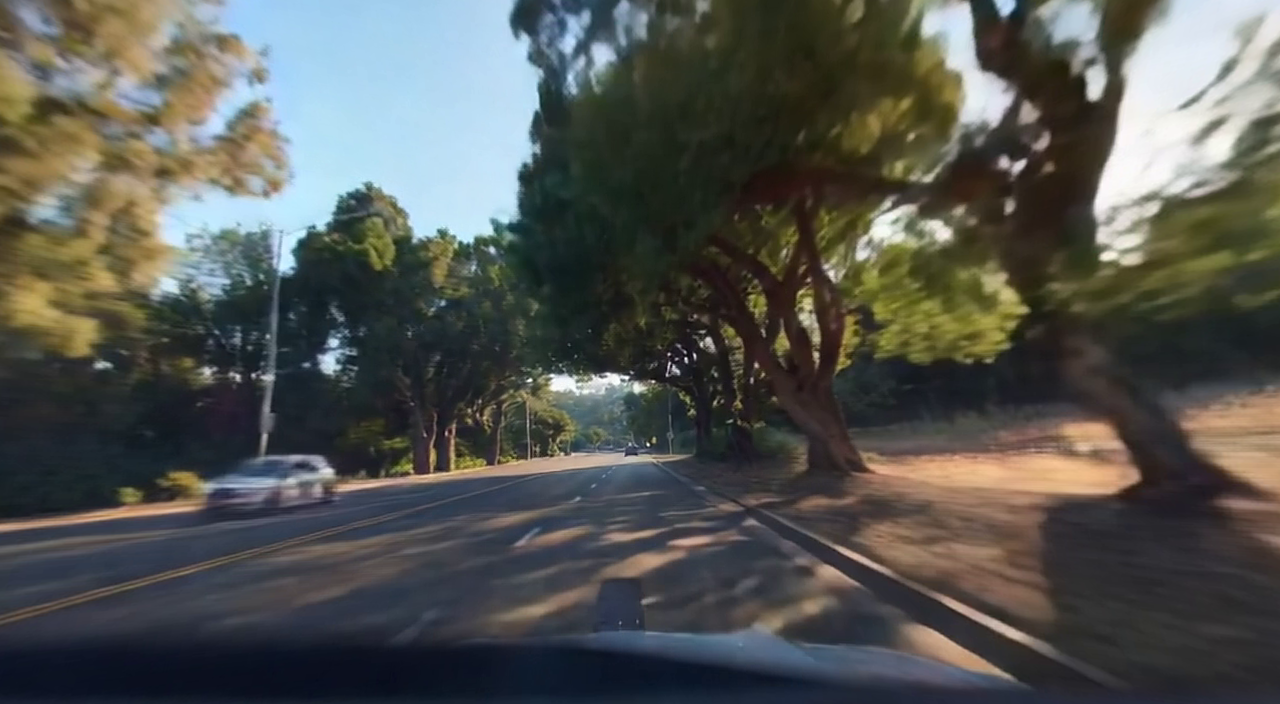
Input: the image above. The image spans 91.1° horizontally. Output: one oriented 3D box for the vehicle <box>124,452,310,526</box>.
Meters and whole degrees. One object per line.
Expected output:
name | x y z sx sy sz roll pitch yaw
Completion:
vehicle | -9.781 3.144 14.959 1.766 1.473 3.795 0 -9 0
